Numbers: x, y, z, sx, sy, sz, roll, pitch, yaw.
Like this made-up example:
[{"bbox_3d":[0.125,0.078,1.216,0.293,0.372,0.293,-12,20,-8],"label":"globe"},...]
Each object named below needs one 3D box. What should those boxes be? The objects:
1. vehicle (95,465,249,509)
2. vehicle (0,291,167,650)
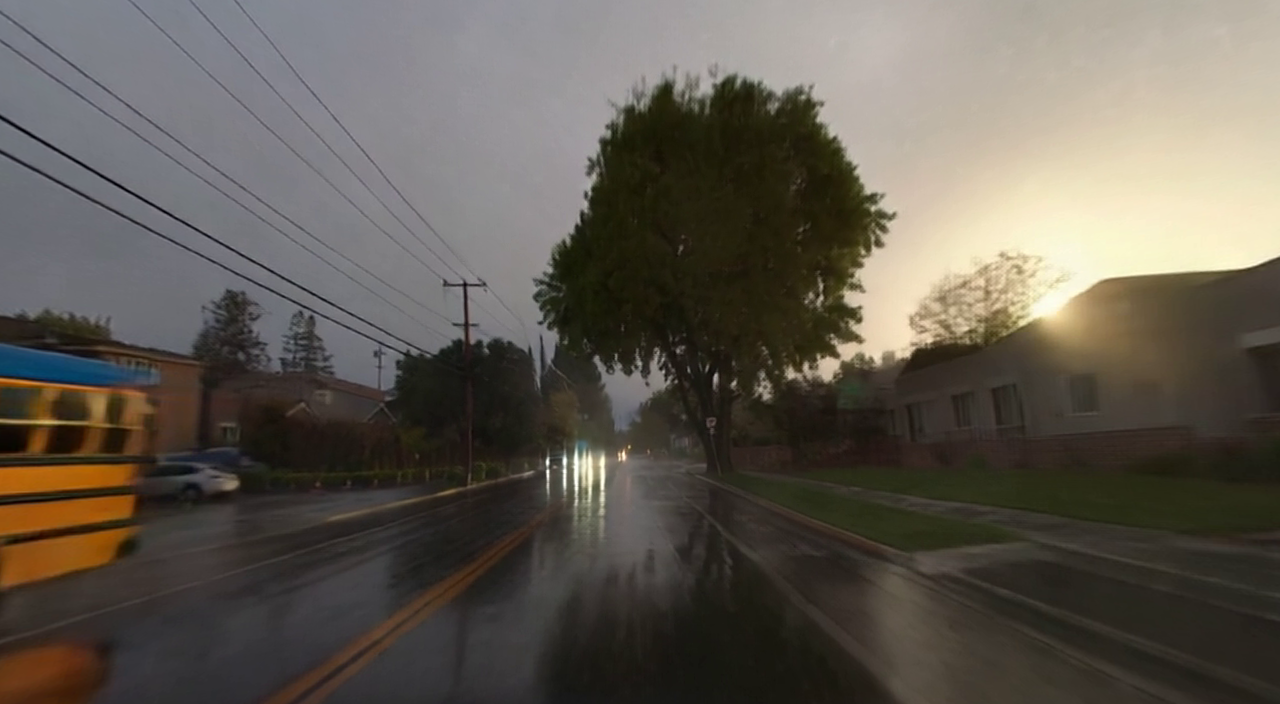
[{"bbox_3d":[-16.919,4.868,22.955,4.234,1.436,1.935,-2,-9,8],"label":"vehicle"},{"bbox_3d":[-6.662,0.652,3.190,2.835,2.876,7.091,0,-9,1],"label":"vehicle"}]
